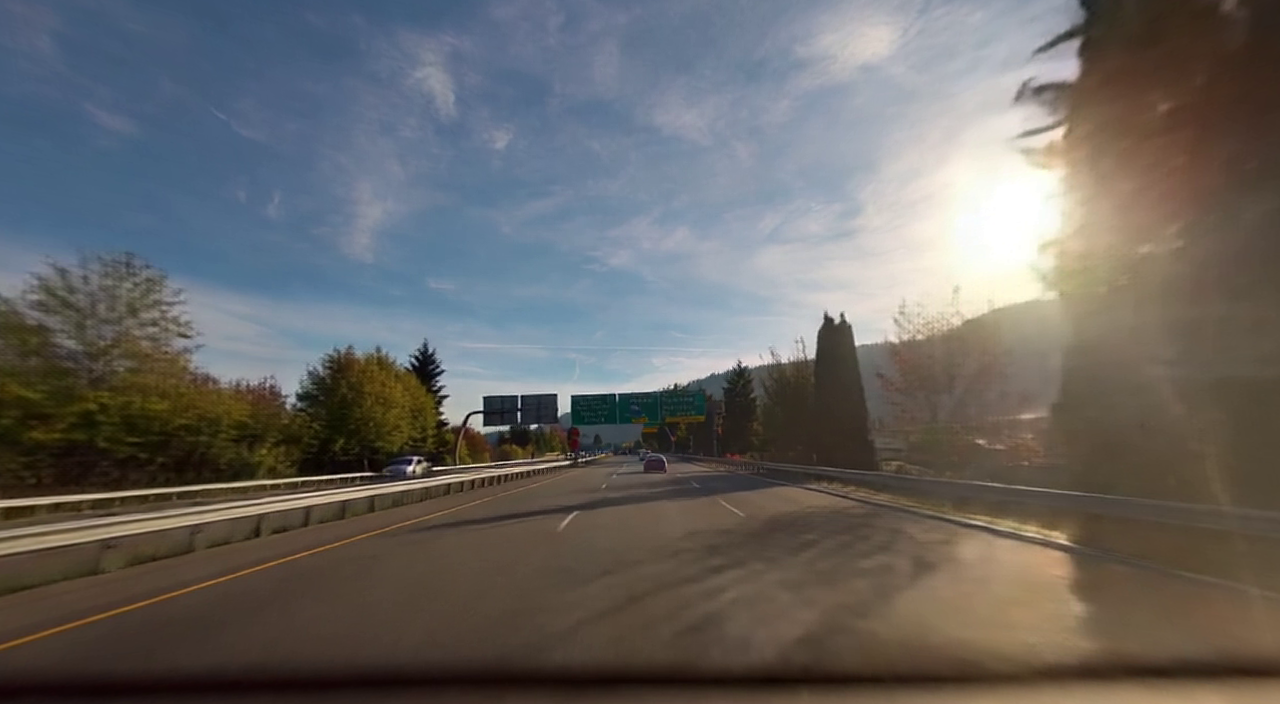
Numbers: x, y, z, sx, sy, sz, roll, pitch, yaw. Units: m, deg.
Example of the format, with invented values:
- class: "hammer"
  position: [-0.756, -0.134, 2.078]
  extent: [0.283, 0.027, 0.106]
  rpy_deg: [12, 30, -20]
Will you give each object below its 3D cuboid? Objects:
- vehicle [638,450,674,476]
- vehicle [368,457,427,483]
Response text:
- class: "vehicle"
  position: [0.917, 6.706, 38.290]
  extent: [2.036, 1.457, 3.471]
  rpy_deg: [0, -9, -1]
- class: "vehicle"
  position: [-17.180, 8.374, 44.959]
  extent: [2.335, 1.694, 4.933]
  rpy_deg: [0, -9, -1]
